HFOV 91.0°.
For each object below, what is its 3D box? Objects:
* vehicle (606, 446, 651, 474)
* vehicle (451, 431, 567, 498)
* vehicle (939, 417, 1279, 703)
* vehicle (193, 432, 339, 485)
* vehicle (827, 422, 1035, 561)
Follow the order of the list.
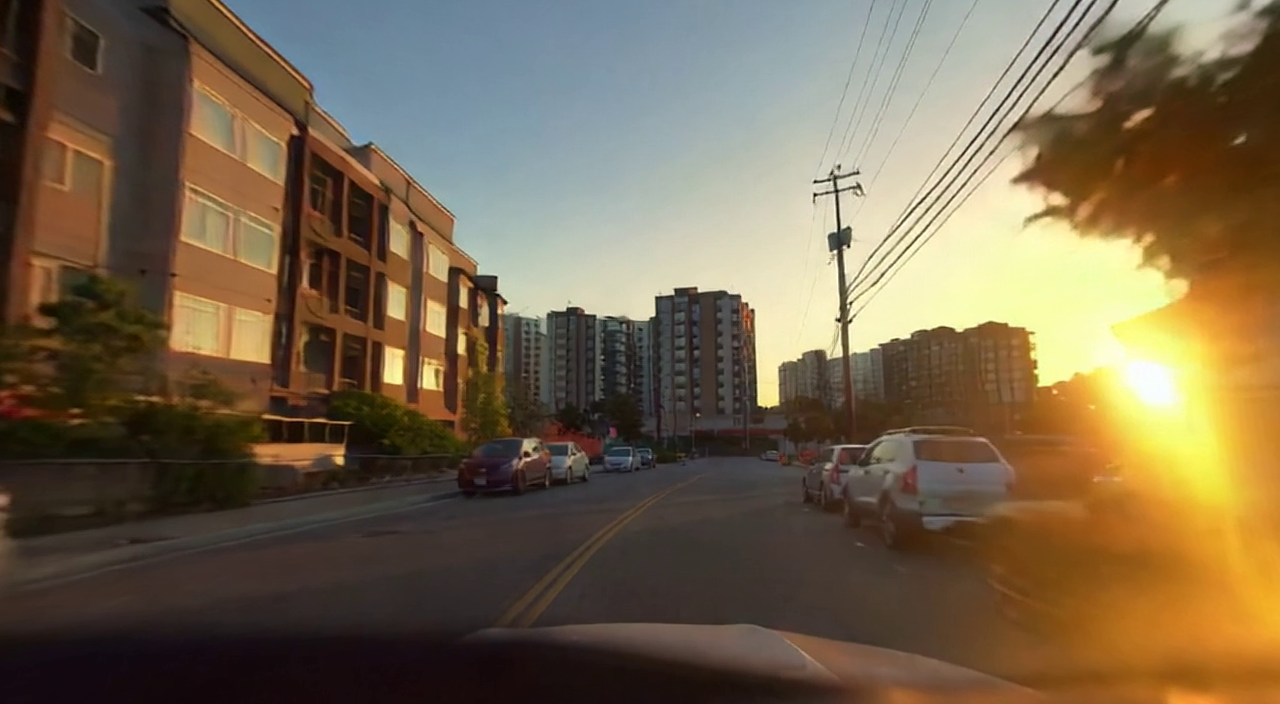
[{"bbox_3d":[-0.678,6.804,40.010,1.998,1.633,4.673,-2,-9,10],"label":"vehicle"},{"bbox_3d":[-4.029,3.581,20.339,1.953,1.871,4.712,-2,-9,11],"label":"vehicle"},{"bbox_3d":[3.930,1.217,3.554,2.170,1.602,5.190,-1,-9,3],"label":"vehicle"},{"bbox_3d":[-12.926,3.703,22.147,1.948,1.660,4.316,-2,-9,11],"label":"vehicle"},{"bbox_3d":[4.685,2.269,11.077,1.918,1.848,4.946,-1,-9,8],"label":"vehicle"}]
